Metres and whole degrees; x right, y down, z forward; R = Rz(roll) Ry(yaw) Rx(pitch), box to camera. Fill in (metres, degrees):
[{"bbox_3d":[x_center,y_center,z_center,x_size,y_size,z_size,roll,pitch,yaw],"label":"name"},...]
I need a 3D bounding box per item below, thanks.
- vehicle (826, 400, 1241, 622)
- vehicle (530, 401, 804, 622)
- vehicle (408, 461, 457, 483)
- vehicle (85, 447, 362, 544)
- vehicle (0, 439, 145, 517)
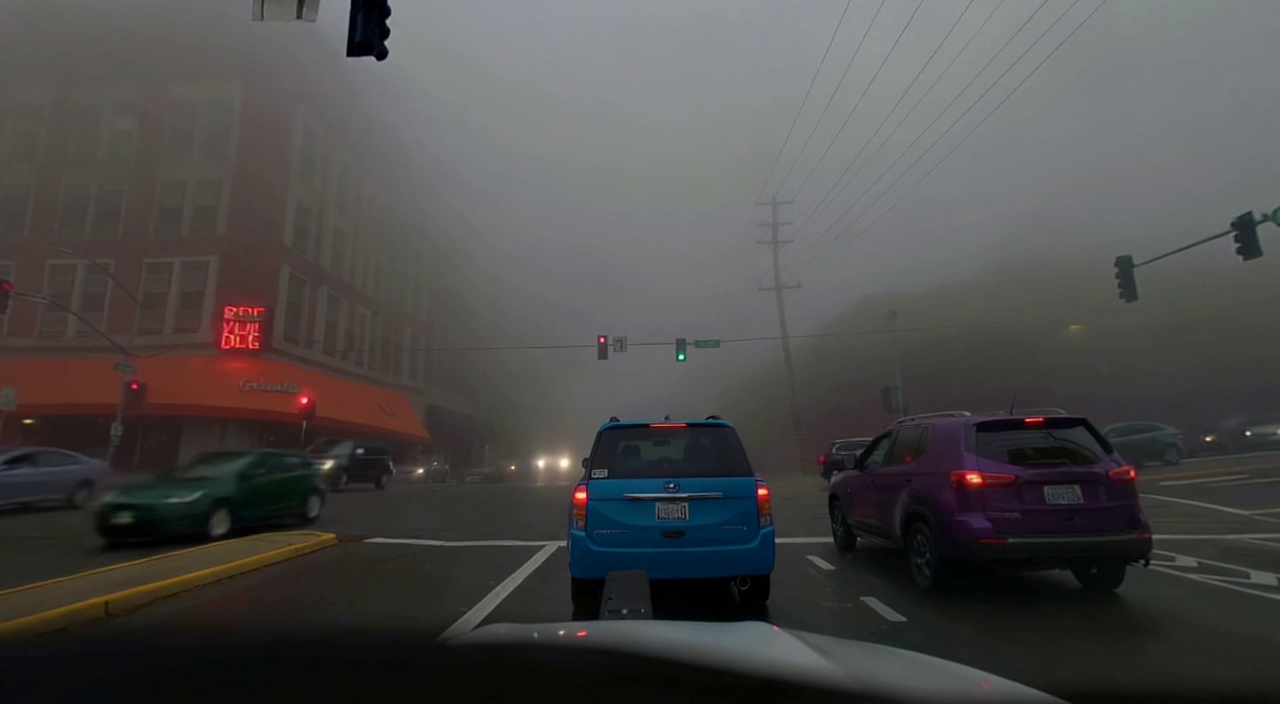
[{"bbox_3d":[3.613,1.519,6.964,1.976,1.664,4.189,-1,-8,2],"label":"vehicle"},{"bbox_3d":[0.259,1.507,6.830,2.098,1.682,3.778,0,-8,2],"label":"vehicle"},{"bbox_3d":[-15.490,8.964,47.271,1.875,1.475,4.449,-1,-8,5],"label":"vehicle"},{"bbox_3d":[-7.600,2.614,12.284,2.017,1.468,4.663,-1,-8,3],"label":"vehicle"},{"bbox_3d":[-14.719,2.921,14.936,1.943,1.680,4.709,-1,-8,3],"label":"vehicle"}]
